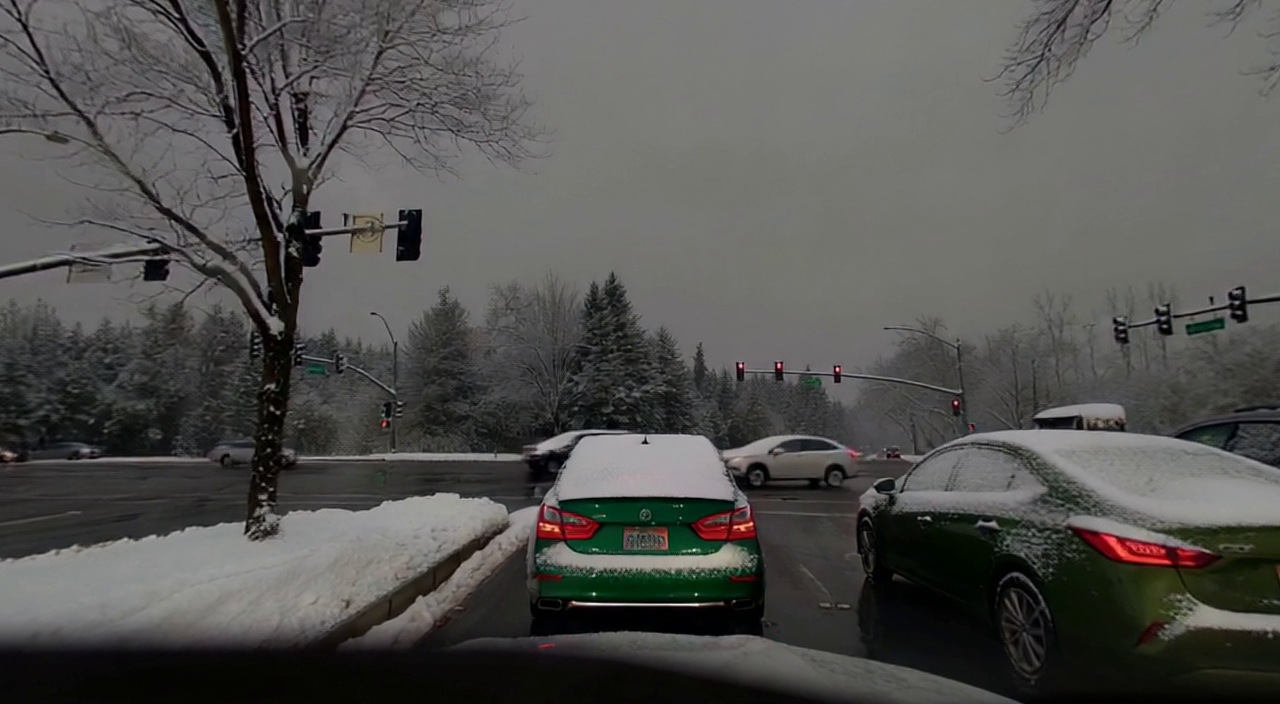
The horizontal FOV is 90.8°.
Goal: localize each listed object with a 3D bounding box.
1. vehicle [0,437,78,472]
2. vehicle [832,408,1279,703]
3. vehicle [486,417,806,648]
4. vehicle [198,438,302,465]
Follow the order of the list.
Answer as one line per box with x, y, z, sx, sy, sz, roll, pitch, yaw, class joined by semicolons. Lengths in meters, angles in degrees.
-30.472;4.981;30.832;4.517;1.637;1.935;-1;-9;8;vehicle
3.102;1.306;4.884;1.861;1.479;4.371;0;-9;0;vehicle
0.033;1.466;6.179;2.026;1.458;4.175;0;-9;0;vehicle
-22.722;5.809;36.932;4.828;1.467;1.963;-1;-9;4;vehicle
